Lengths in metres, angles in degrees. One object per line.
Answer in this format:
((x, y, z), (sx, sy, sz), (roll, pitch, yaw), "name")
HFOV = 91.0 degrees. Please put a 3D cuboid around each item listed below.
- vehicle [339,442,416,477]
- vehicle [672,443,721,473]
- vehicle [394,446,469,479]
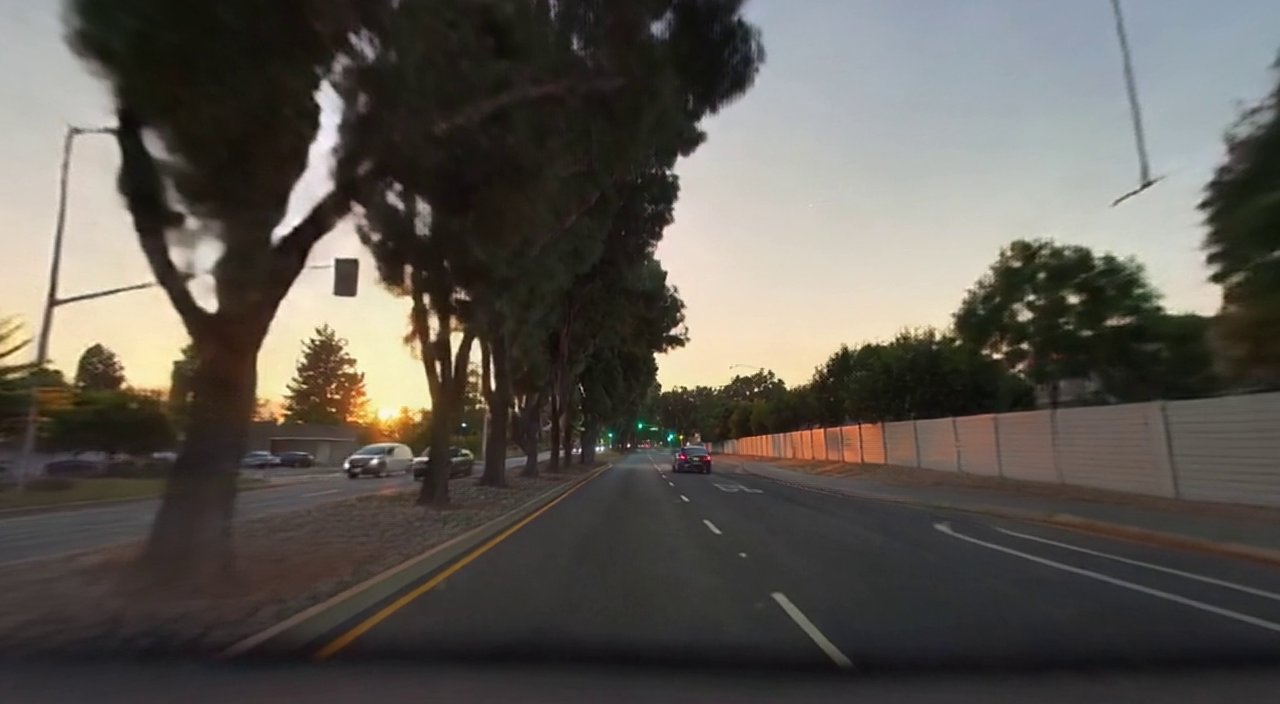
((-13.399, 5.517, 32.487), (2.036, 1.645, 4.468), (0, -9, 0), "vehicle")
((2.885, 5.525, 33.043), (2.105, 1.490, 4.008), (0, -9, -2), "vehicle")
((-9.447, 5.027, 28.922), (1.833, 1.420, 4.327), (0, -9, 2), "vehicle")
